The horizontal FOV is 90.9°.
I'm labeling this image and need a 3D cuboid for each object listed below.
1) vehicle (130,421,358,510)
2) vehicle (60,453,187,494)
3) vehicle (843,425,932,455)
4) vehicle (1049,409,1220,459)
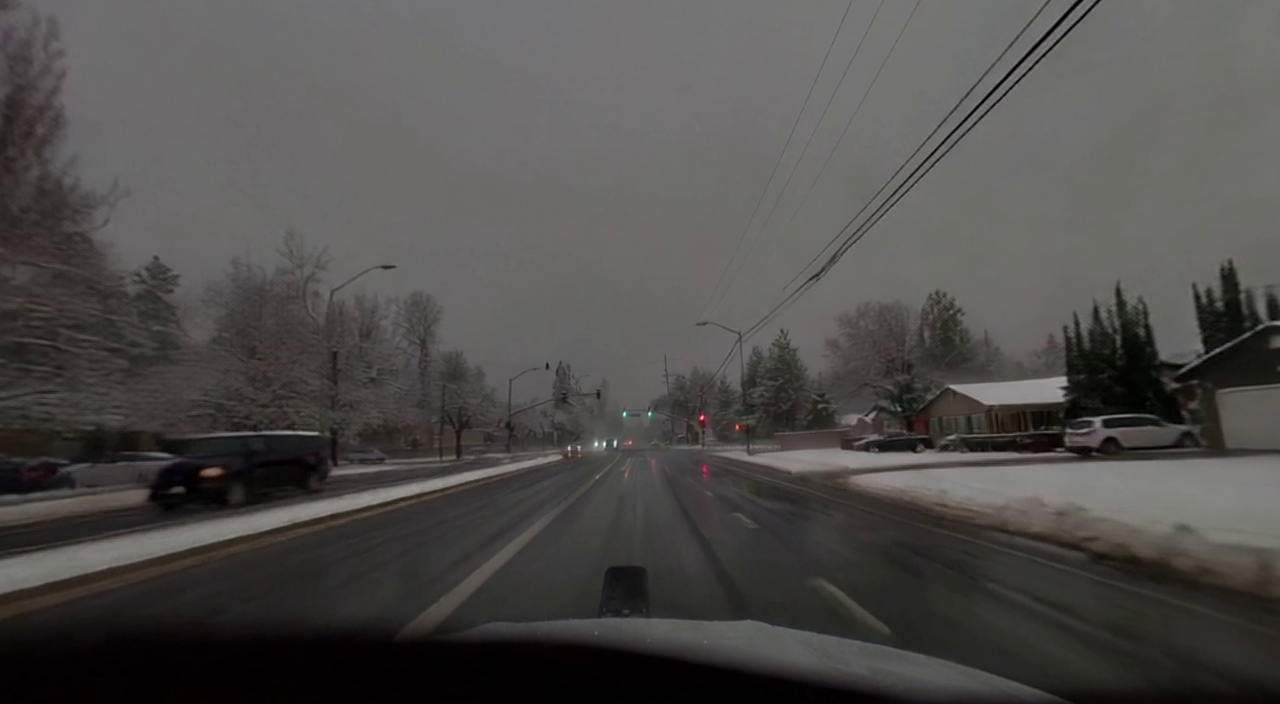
[{"bbox_3d":[-10.376,3.032,17.364,2.294,1.975,5.773,-1,-8,3],"label":"vehicle"},{"bbox_3d":[-21.981,5.145,26.931,3.952,1.429,1.772,-4,-8,2],"label":"vehicle"},{"bbox_3d":[15.176,5.437,38.847,4.625,1.467,1.991,-4,-8,2],"label":"vehicle"},{"bbox_3d":[18.394,3.081,23.636,4.591,1.718,2.107,-1,-8,-1],"label":"vehicle"}]
